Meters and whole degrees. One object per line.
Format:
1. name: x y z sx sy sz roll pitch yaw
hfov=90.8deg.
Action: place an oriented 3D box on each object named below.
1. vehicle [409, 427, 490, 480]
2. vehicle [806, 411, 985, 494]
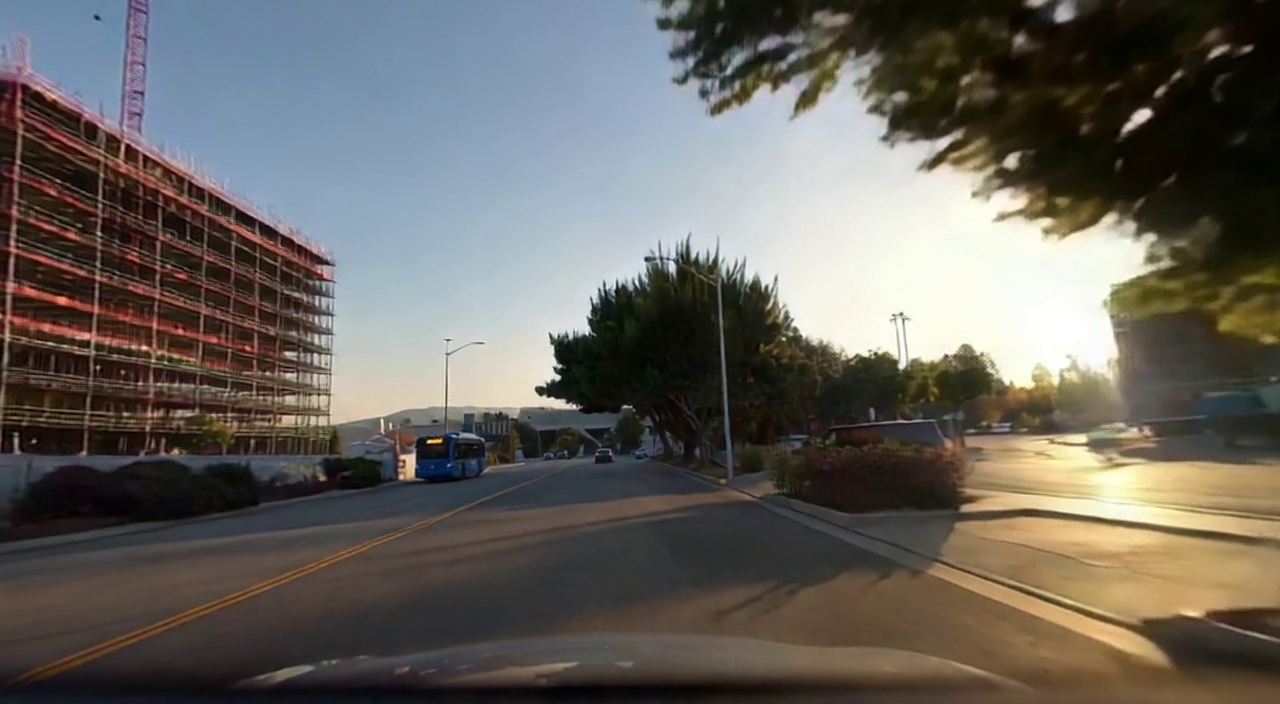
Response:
1. vehicle: -11.082 6.019 37.448 2.979 2.803 5.962 -1 -9 0
2. vehicle: 6.733 2.840 17.671 2.267 1.911 5.816 1 -10 -4
